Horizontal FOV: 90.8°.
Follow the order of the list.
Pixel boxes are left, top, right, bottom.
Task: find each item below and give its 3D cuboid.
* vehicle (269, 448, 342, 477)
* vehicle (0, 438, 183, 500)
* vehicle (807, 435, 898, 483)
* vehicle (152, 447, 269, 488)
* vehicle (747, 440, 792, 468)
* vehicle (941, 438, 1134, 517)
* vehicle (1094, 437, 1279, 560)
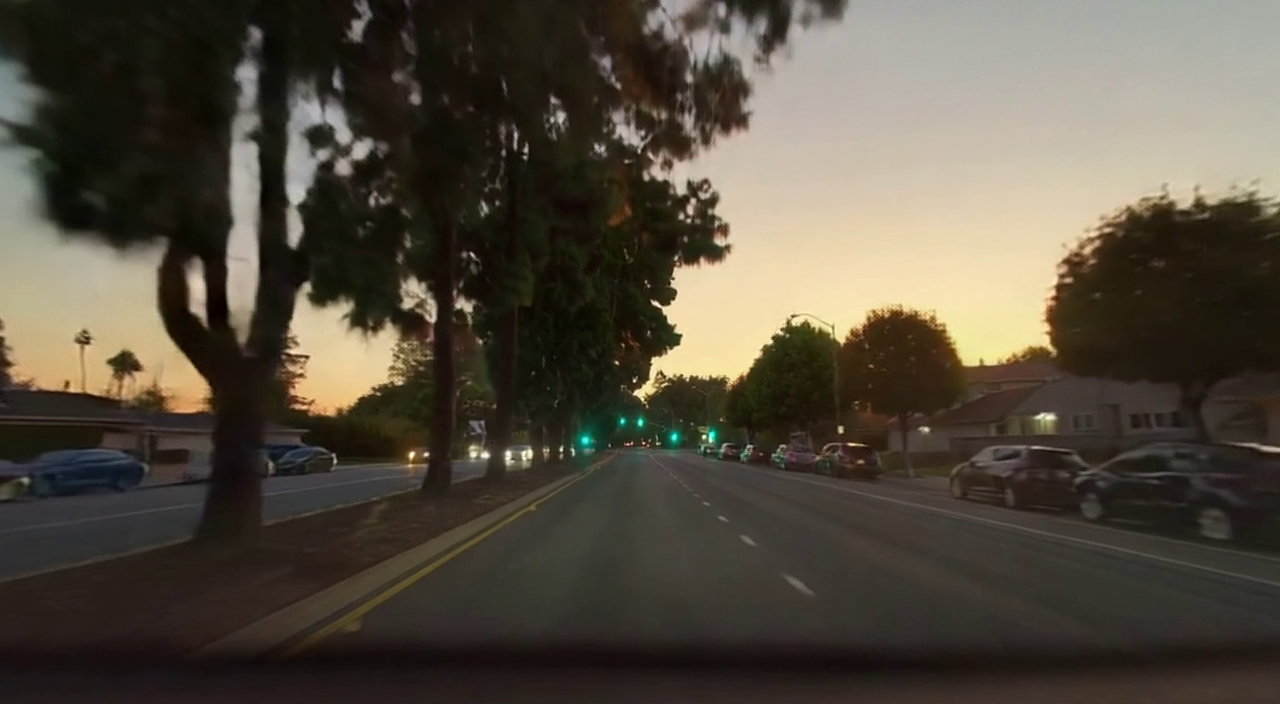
[{"bbox_3d":[-18.557,6.130,35.279,1.732,1.460,3.932,-1,-8,4],"label":"vehicle"},{"bbox_3d":[-18.462,3.919,21.644,1.992,1.845,4.935,0,-8,-1],"label":"vehicle"},{"bbox_3d":[9.714,4.938,29.550,2.209,1.982,5.787,0,-8,0],"label":"vehicle"},{"bbox_3d":[-18.556,4.979,27.625,1.876,1.502,4.696,-2,-7,0],"label":"vehicle"},{"bbox_3d":[9.658,7.634,47.539,2.176,1.893,5.744,2,-8,0],"label":"vehicle"},{"bbox_3d":[9.673,3.049,15.916,1.949,1.698,4.351,0,-8,-1],"label":"vehicle"},{"bbox_3d":[9.753,2.195,9.893,1.885,1.685,4.430,0,-8,-1],"label":"vehicle"}]
